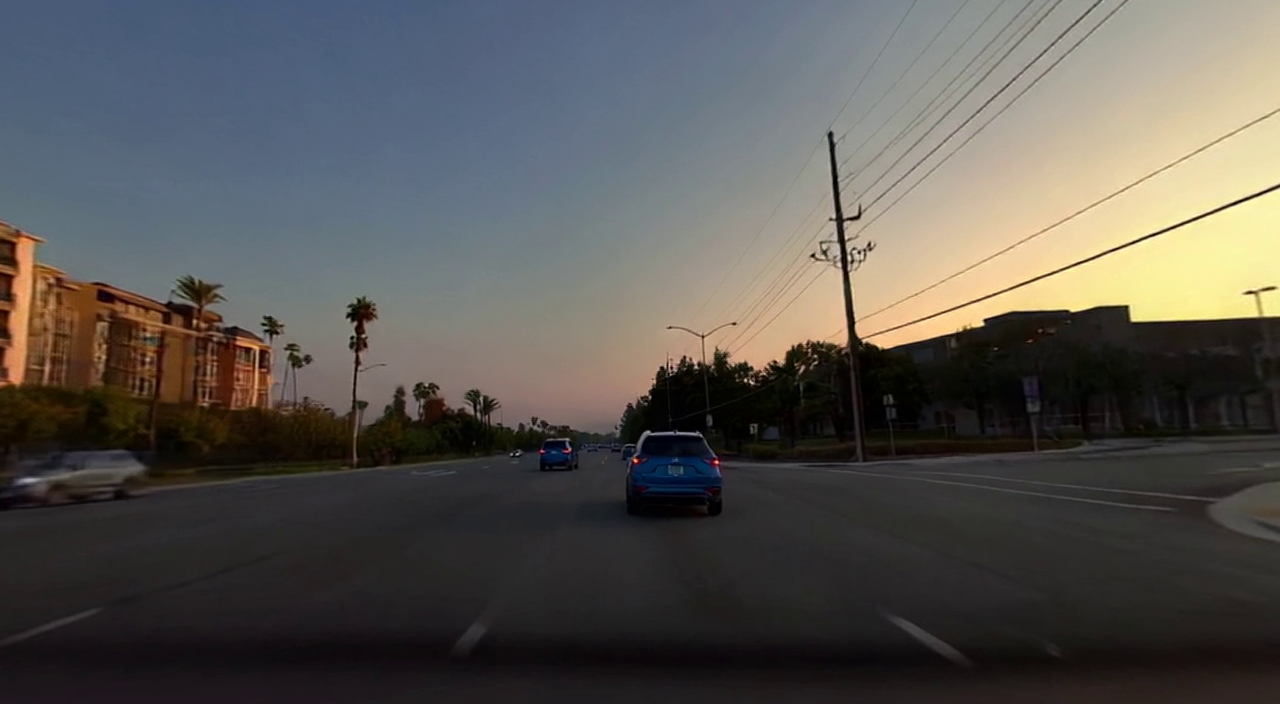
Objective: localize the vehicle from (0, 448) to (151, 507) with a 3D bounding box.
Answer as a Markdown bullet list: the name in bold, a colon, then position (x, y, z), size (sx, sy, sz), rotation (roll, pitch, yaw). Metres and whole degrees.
- **vehicle**: position (-19.433, 4.142, 21.318), size (2.054, 1.765, 4.700), rotation (0, -9, -2)

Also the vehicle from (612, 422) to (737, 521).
- **vehicle**: position (0.511, 2.428, 13.216), size (2.198, 1.706, 4.166), rotation (0, -9, -3)

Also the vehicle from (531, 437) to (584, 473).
- **vehicle**: position (-4.342, 5.514, 33.830), size (2.169, 1.796, 4.821), rotation (0, -9, 0)
